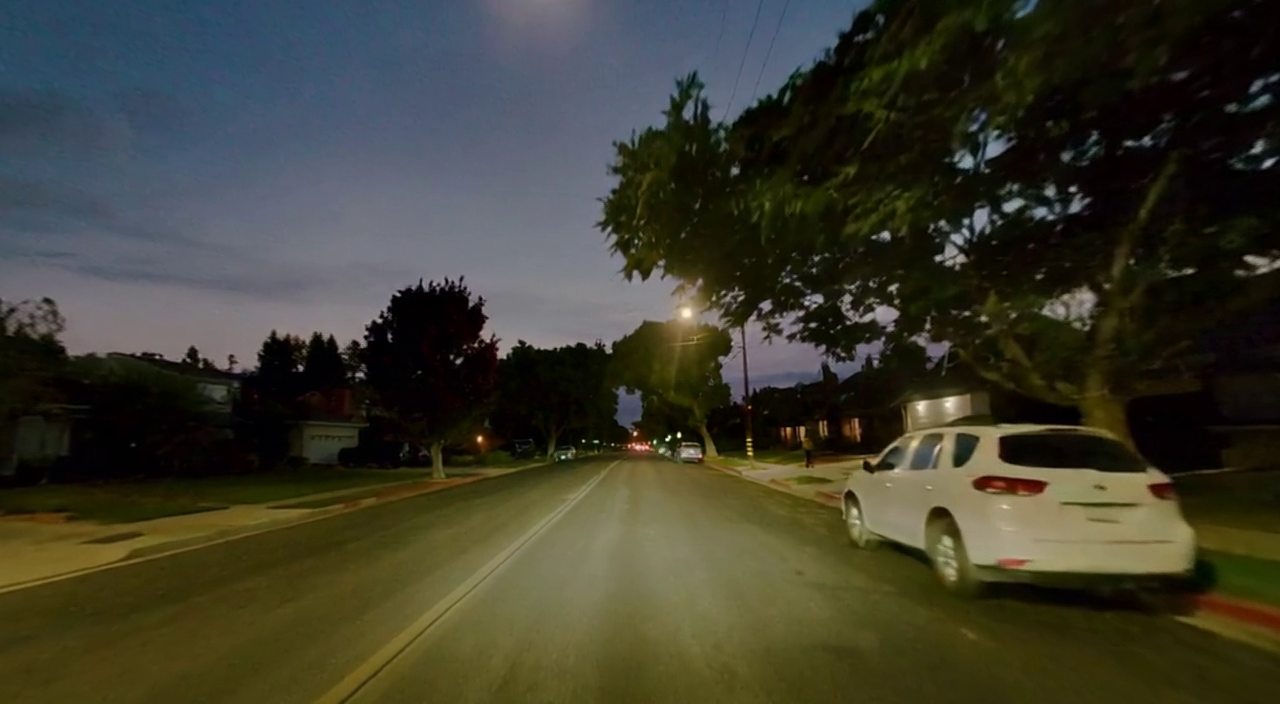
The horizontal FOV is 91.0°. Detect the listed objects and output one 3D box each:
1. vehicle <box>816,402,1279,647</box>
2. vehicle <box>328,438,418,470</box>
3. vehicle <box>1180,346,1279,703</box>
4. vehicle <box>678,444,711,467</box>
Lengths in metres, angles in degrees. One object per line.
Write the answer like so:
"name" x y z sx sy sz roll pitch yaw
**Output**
"vehicle" 3.679 1.533 6.775 2.316 1.695 4.596 0 -8 1
"vehicle" -15.387 5.886 36.409 4.320 1.767 1.951 0 -9 3
"vehicle" 3.936 0.562 0.590 2.068 1.838 5.278 0 -9 -1
"vehicle" 3.815 7.347 44.829 1.917 1.569 4.460 0 -9 -1
